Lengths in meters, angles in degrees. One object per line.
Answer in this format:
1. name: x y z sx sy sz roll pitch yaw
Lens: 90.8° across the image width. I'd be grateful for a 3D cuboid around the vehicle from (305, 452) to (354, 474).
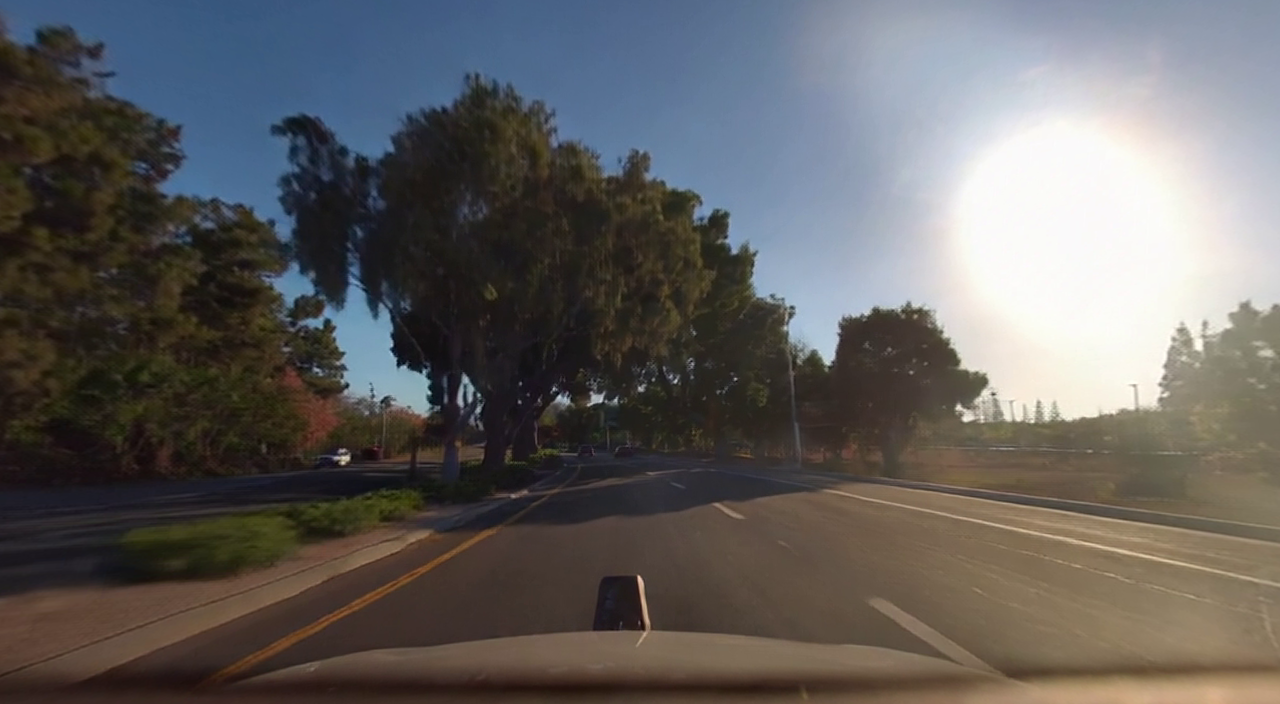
1. vehicle: -24.250 8.640 49.503 1.895 1.604 4.349 1 -8 -5
